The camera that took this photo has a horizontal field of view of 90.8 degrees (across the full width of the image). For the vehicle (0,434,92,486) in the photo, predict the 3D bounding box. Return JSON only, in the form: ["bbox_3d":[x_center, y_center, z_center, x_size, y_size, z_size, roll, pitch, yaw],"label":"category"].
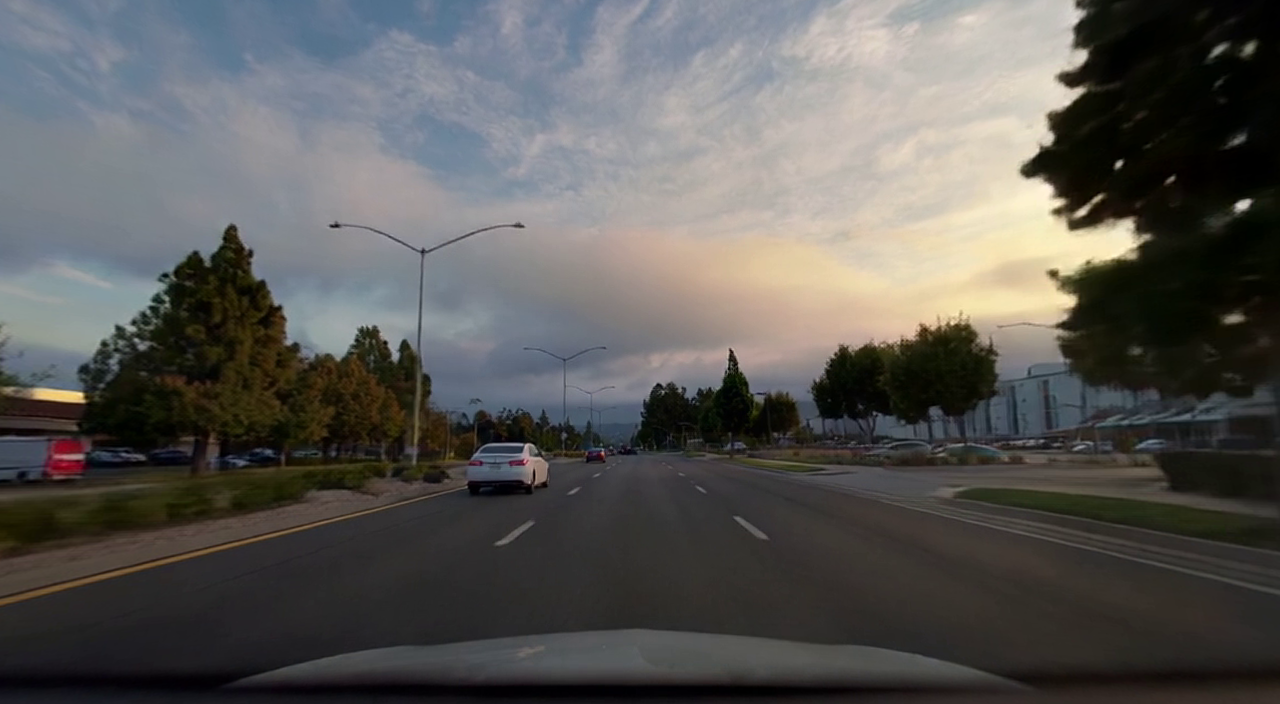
[{"bbox_3d":[-34.131,5.791,33.946,6.915,2.687,2.367,0,-9,-1],"label":"vehicle"}]

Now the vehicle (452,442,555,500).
[{"bbox_3d":[-3.751,3.351,18.261,2.003,1.454,4.484,0,-9,0],"label":"vehicle"}]

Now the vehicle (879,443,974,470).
[{"bbox_3d":[16.137,5.896,35.700,4.341,1.412,2.035,0,-9,-2],"label":"vehicle"}]
